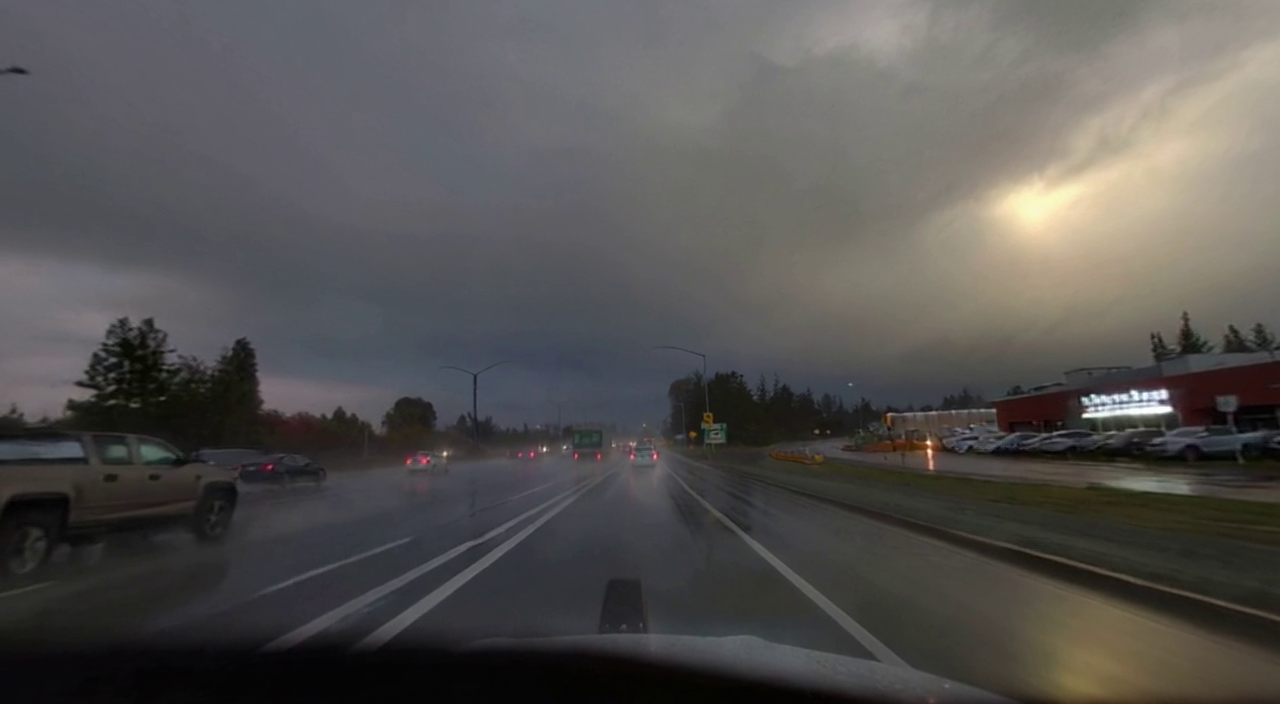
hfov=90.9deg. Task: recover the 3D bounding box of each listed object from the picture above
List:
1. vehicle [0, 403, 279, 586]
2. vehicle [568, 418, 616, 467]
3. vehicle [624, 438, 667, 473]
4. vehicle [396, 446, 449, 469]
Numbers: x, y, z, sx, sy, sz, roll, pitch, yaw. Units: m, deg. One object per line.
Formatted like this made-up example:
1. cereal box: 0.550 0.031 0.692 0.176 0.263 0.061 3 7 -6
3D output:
1. vehicle: -7.739 1.843 8.960 2.165 1.903 4.917 0 -8 2
2. vehicle: -3.511 6.976 48.765 2.796 3.426 8.553 0 -8 2
3. vehicle: 0.290 5.786 35.401 2.227 1.794 4.646 0 -8 0
4. vehicle: -16.645 8.076 48.518 2.076 1.709 4.893 -1 -8 3
